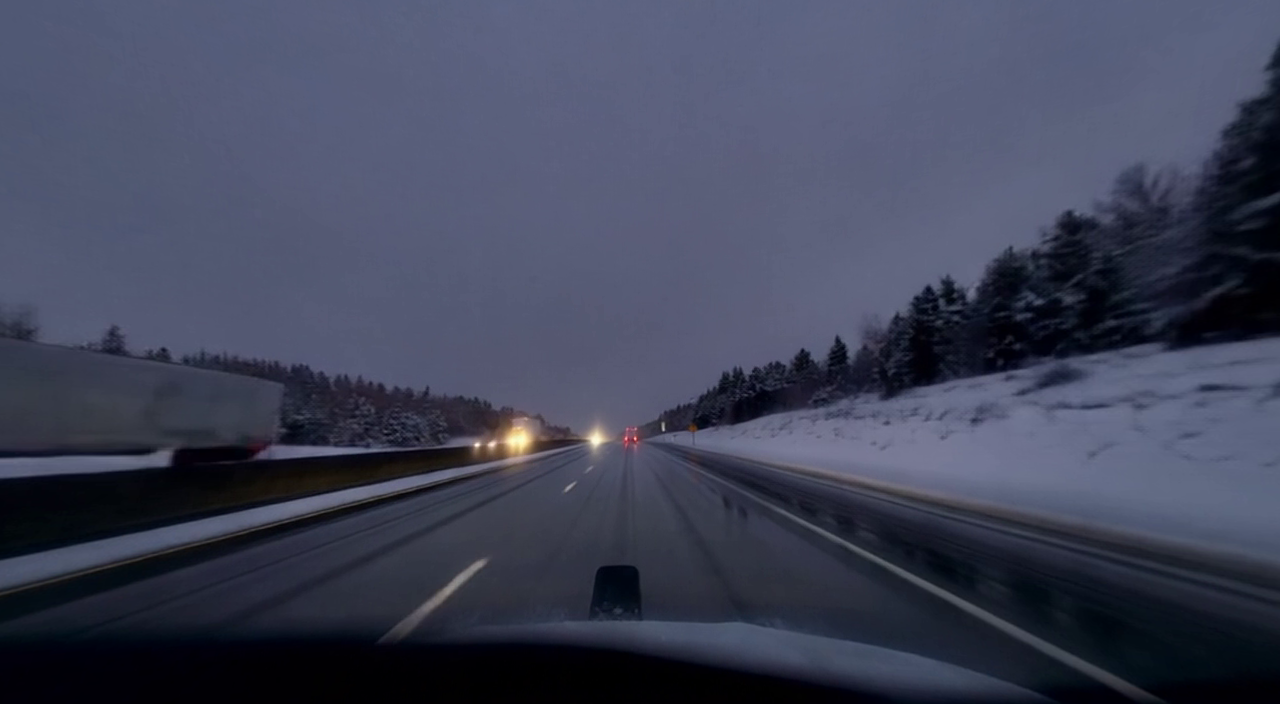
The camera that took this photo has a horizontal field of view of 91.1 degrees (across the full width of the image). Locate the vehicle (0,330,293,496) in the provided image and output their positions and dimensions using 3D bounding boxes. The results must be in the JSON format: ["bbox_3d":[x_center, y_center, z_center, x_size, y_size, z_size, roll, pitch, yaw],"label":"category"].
[{"bbox_3d":[-16.954,2.100,19.323,3.459,3.900,16.947,-2,-8,-1],"label":"vehicle"}]
